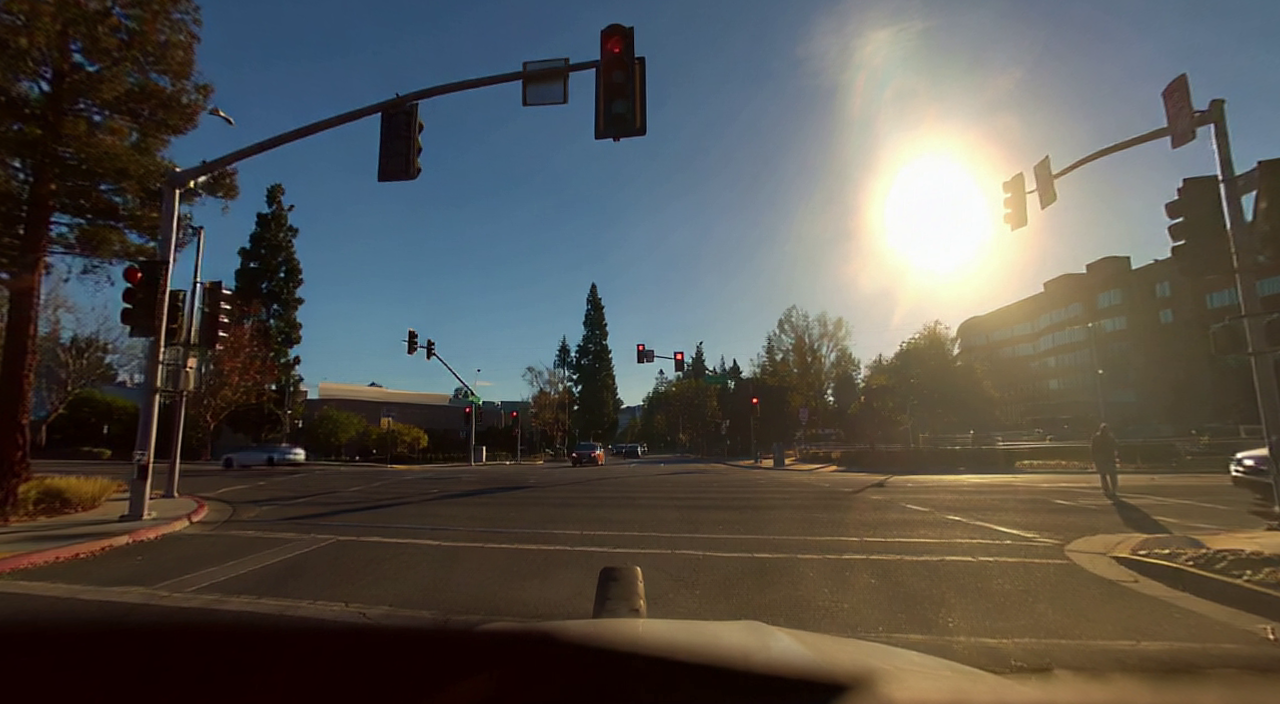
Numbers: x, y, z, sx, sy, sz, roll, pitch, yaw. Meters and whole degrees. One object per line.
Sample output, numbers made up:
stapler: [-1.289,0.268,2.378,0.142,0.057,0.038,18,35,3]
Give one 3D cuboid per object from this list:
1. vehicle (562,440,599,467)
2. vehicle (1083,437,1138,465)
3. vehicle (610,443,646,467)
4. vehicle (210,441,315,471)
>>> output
vehicle: [-4.116,7.103,44.267,2.251,1.756,4.610,0,-9,-2]
vehicle: [26.961,5.655,36.145,2.092,1.474,4.046,-8,-11,41]
vehicle: [-0.873,6.851,42.135,2.056,1.492,3.937,1,-9,-6]
vehicle: [-19.826,5.479,33.247,4.588,1.484,2.000,-3,-9,14]
